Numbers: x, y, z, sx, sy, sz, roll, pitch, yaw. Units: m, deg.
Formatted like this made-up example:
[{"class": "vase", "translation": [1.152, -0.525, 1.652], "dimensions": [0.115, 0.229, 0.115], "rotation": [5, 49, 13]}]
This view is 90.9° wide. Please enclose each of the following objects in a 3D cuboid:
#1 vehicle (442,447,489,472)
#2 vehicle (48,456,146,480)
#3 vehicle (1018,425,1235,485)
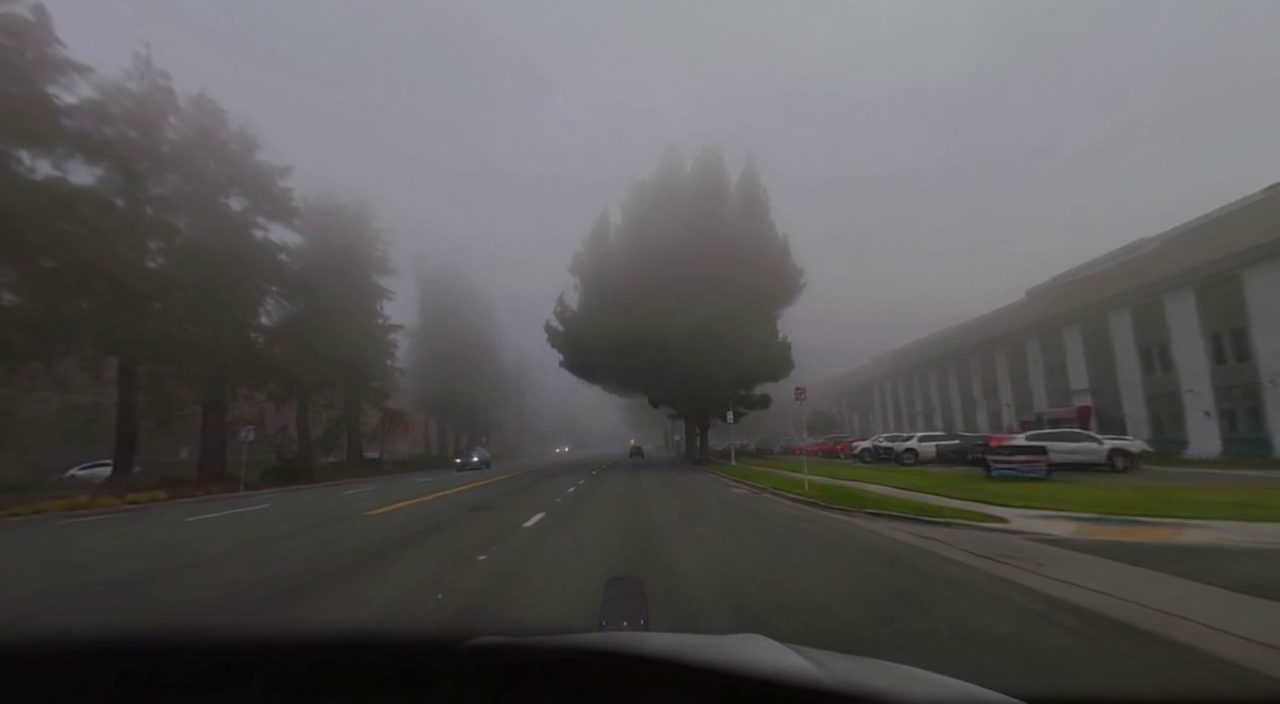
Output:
[{"class": "vehicle", "translation": [-12.133, 7.483, 44.131], "dimensions": [2.096, 1.509, 4.666], "rotation": [-1, -8, -1]}, {"class": "vehicle", "translation": [-39.674, 8.450, 46.153], "dimensions": [5.232, 1.633, 1.950], "rotation": [0, -8, -3]}, {"class": "vehicle", "translation": [14.221, 3.019, 18.641], "dimensions": [4.854, 1.649, 1.886], "rotation": [0, -8, -2]}]
